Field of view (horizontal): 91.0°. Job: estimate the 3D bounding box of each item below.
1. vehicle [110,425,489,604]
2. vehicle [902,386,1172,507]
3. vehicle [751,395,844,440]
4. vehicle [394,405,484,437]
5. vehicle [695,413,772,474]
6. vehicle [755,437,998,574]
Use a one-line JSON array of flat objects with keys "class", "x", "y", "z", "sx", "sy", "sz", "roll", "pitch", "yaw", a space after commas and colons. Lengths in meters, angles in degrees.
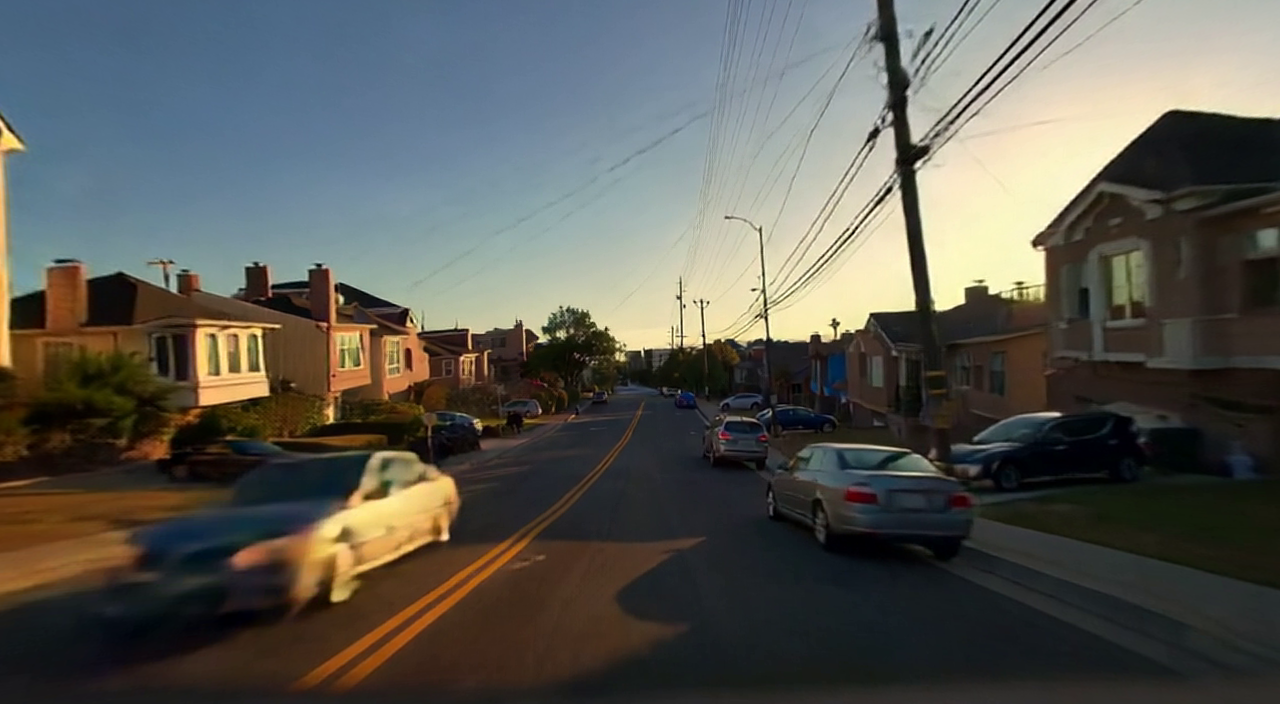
[{"class": "vehicle", "x": -3.531, "y": 1.751, "z": 7.800, "sx": 2.096, "sy": 1.542, "sz": 4.481, "roll": 0, "pitch": -8, "yaw": 1}, {"class": "vehicle", "x": 8.295, "y": 2.007, "z": 13.511, "sx": 4.286, "sy": 2.044, "sz": 1.913, "roll": -5, "pitch": -8, "yaw": 0}, {"class": "vehicle", "x": 8.923, "y": 3.783, "z": 36.011, "sx": 4.622, "sy": 1.826, "sz": 2.065, "roll": -8, "pitch": -9, "yaw": 1}, {"class": "vehicle", "x": -11.679, "y": 4.067, "z": 36.760, "sx": 4.525, "sy": 1.797, "sz": 2.024, "roll": -1, "pitch": -9, "yaw": 5}, {"class": "vehicle", "x": 3.449, "y": 3.401, "z": 24.176, "sx": 2.211, "sy": 1.860, "sz": 4.813, "roll": 0, "pitch": -3, "yaw": 0}, {"class": "vehicle", "x": 3.052, "y": 2.051, "z": 9.328, "sx": 2.063, "sy": 1.503, "sz": 4.415, "roll": 0, "pitch": -9, "yaw": 3}]
